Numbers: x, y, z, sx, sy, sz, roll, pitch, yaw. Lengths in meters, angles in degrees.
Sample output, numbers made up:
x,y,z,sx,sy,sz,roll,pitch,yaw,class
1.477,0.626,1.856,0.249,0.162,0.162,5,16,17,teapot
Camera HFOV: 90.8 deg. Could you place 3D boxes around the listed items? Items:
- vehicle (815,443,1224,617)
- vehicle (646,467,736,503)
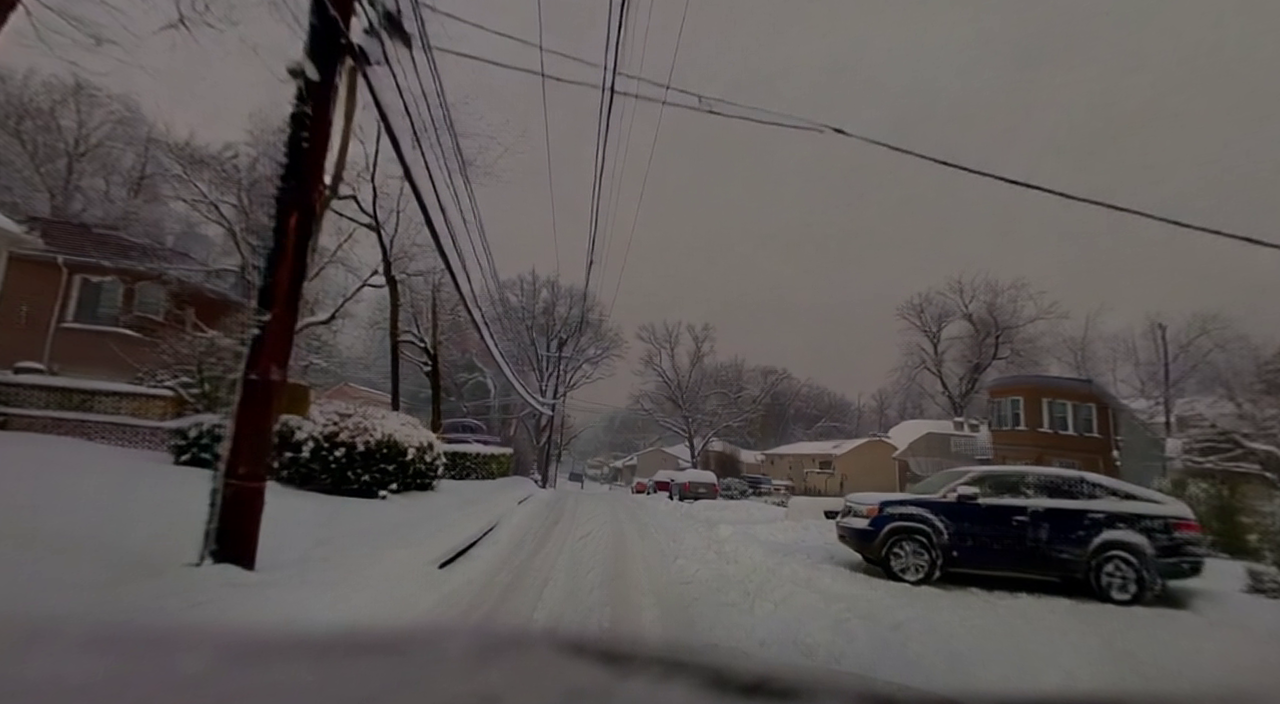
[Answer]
x,y,z,sx,sy,sz,roll,pitch,yaw,class
5.082,2.389,8.992,4.501,1.678,2.078,6,-9,0,vehicle
2.638,7.023,33.478,4.413,1.728,1.869,1,-9,-9,vehicle
